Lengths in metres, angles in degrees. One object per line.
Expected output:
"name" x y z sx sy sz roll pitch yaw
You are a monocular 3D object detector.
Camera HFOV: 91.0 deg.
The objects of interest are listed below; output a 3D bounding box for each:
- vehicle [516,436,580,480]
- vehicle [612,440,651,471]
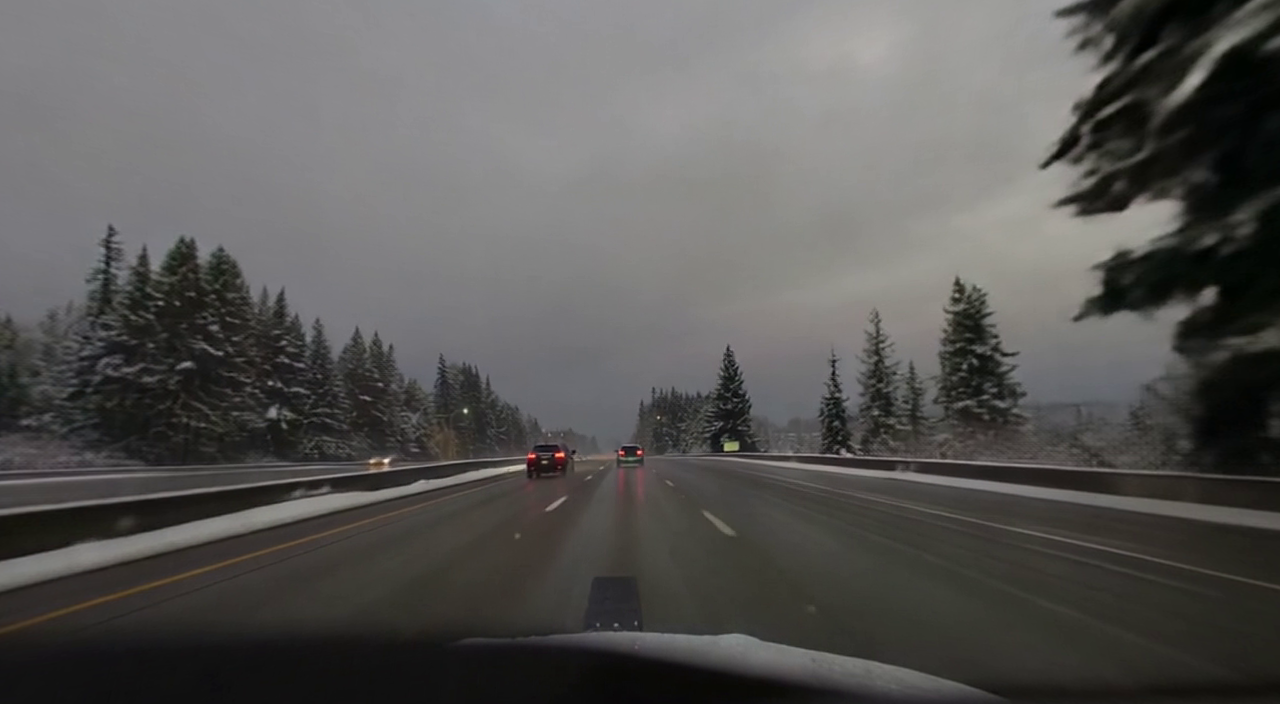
"vehicle" -3.917 4.612 27.648 2.130 1.741 4.665 0 -8 0
"vehicle" -0.512 5.974 36.503 2.130 1.684 3.826 0 -8 -1
